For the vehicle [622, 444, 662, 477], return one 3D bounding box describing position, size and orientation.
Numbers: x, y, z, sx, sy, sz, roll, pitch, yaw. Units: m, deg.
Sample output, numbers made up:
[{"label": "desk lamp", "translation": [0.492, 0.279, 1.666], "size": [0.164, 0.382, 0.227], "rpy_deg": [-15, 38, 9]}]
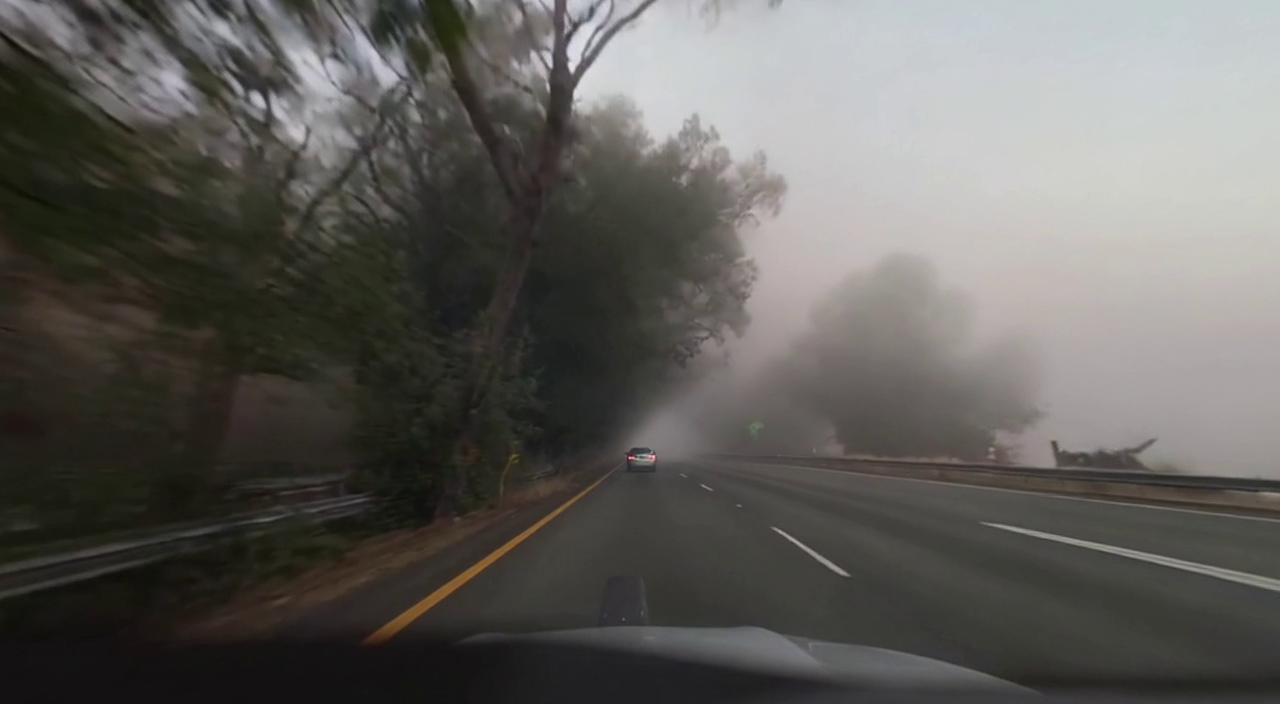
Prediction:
[{"label": "vehicle", "translation": [0.068, 5.768, 33.656], "size": [1.987, 1.658, 3.620], "rpy_deg": [0, -9, -1]}]
